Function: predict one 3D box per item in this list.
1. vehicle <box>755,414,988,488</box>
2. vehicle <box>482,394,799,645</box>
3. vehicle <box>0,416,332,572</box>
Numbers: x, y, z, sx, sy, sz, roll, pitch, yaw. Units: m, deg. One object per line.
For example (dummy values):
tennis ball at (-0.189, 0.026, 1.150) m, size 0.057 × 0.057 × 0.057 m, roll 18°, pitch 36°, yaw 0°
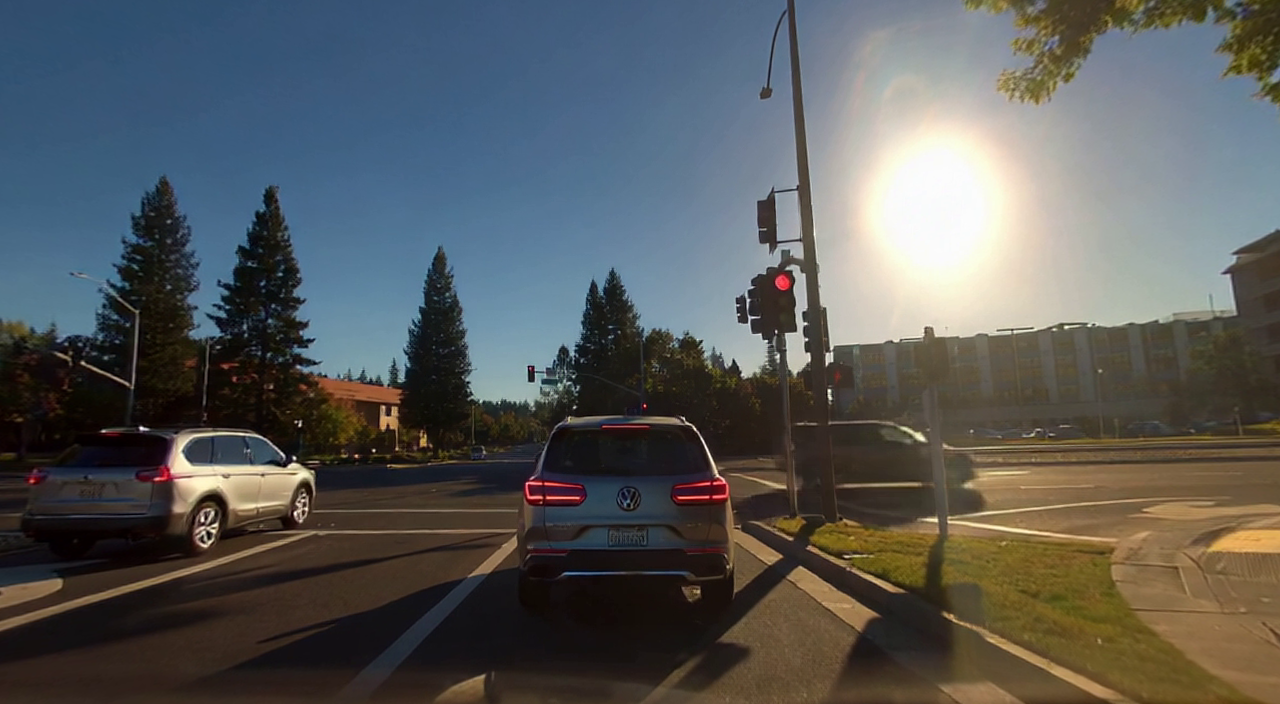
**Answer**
vehicle at (6.079, 2.713, 17.336) m, size 5.623 × 1.843 × 2.147 m, roll -1°, pitch -9°, yaw 9°
vehicle at (-0.145, 1.439, 6.436) m, size 2.154 × 1.670 × 4.140 m, roll 1°, pitch -9°, yaw -5°
vehicle at (-6.389, 1.874, 9.088) m, size 2.020 × 1.695 × 4.187 m, roll 1°, pitch -9°, yaw -5°
